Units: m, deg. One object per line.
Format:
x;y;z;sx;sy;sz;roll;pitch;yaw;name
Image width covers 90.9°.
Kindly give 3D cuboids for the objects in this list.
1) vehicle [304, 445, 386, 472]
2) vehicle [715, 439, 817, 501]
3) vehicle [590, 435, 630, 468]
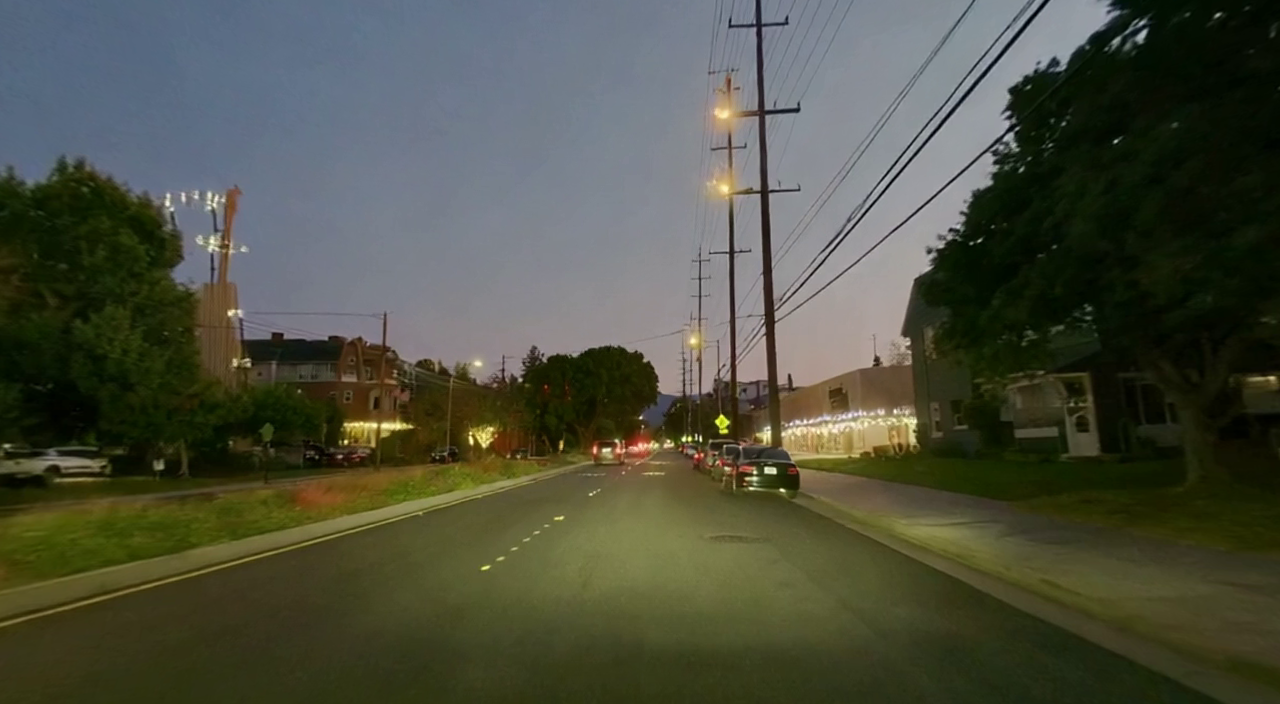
-21.885;7.895;46.952;5.252;1.925;2.061;3;-9;-19;vehicle
3.326;3.216;17.641;1.985;1.500;4.654;0;-9;1;vehicle
-1.831;6.328;40.373;2.202;1.961;4.980;0;-9;2;vehicle
